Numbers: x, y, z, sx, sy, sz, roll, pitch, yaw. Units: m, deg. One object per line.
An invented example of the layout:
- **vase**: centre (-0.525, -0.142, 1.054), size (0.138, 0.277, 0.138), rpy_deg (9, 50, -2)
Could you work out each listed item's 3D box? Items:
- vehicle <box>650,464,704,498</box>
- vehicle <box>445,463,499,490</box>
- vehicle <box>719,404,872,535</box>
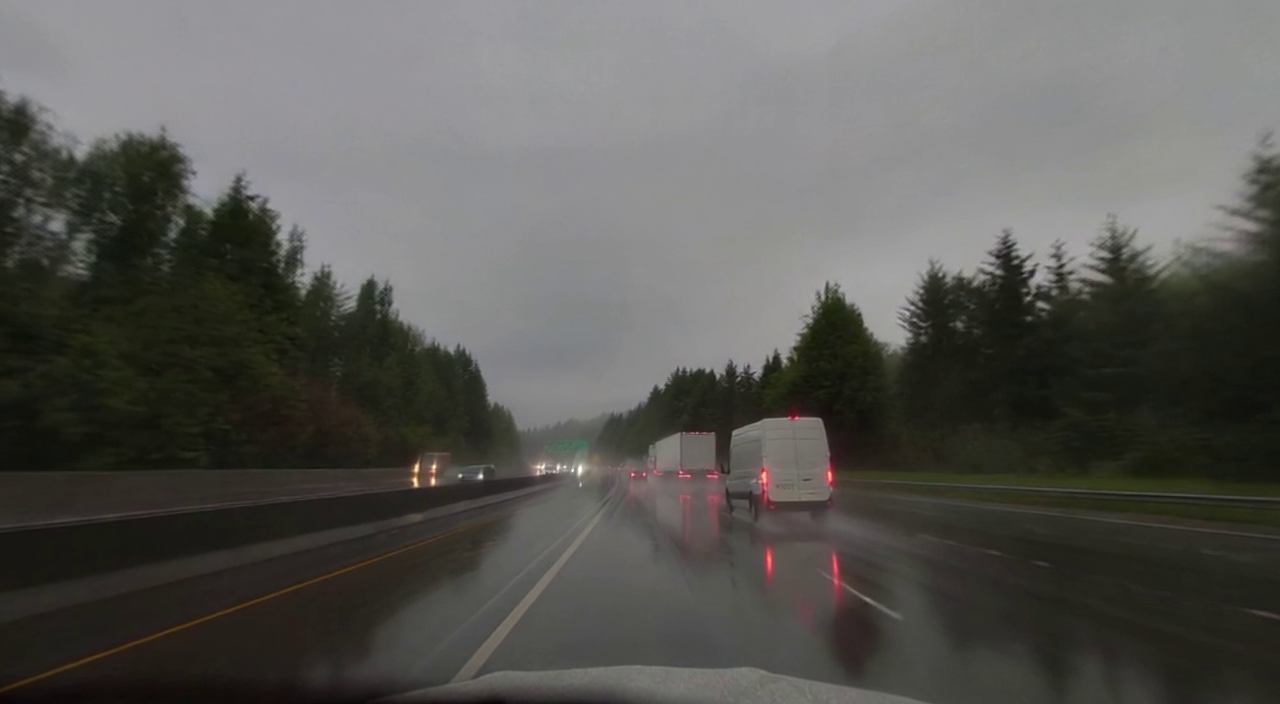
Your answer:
- **vehicle**: centre (1.693, 6.130, 30.011), size (2.081, 1.453, 4.300), rpy_deg (1, -10, -3)
- **vehicle**: centre (-9.921, 7.365, 37.419), size (1.913, 1.466, 4.660), rpy_deg (1, -10, 0)
- **vehicle**: centre (3.504, 2.875, 15.533), size (2.291, 2.639, 5.280), rpy_deg (1, -10, -1)
